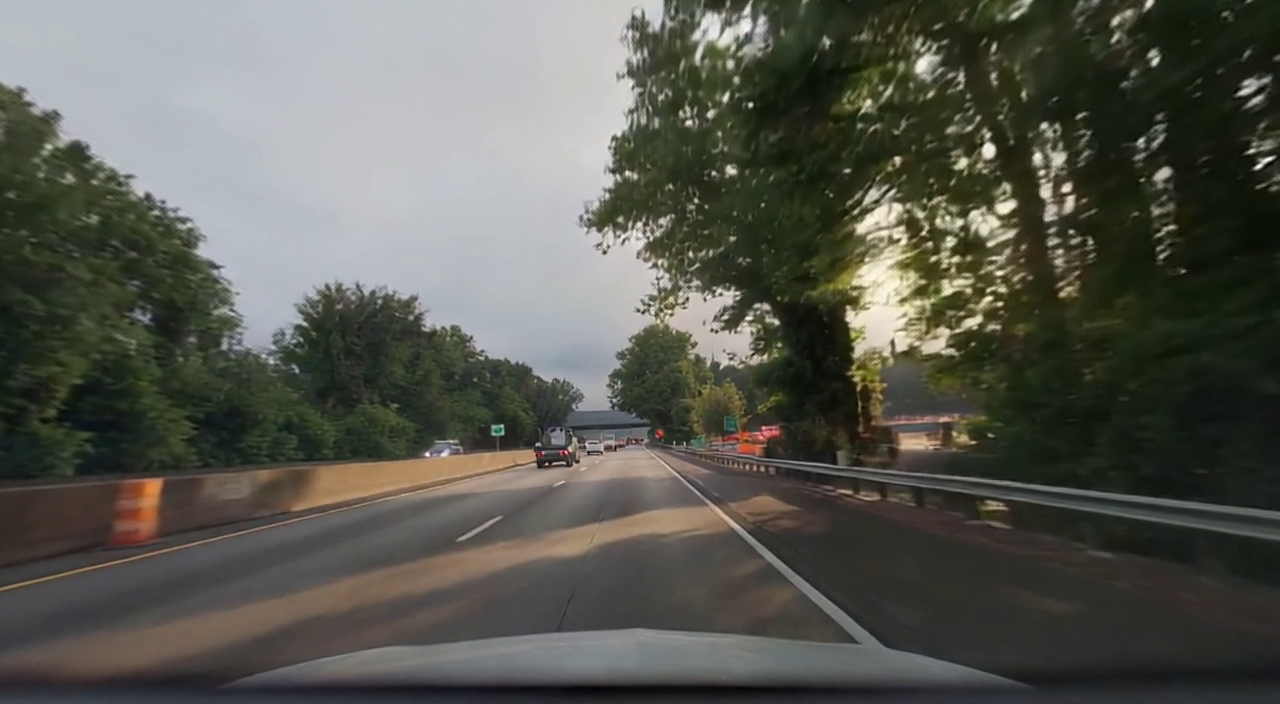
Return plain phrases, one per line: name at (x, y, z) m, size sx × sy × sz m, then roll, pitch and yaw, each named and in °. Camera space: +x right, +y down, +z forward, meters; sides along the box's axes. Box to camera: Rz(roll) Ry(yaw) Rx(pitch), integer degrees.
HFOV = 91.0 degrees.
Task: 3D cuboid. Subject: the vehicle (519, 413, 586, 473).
vehicle at (-4.177, 4.498, 31.253) m, size 2.484 × 2.625 × 5.907 m, roll -1°, pitch -8°, yaw 0°
